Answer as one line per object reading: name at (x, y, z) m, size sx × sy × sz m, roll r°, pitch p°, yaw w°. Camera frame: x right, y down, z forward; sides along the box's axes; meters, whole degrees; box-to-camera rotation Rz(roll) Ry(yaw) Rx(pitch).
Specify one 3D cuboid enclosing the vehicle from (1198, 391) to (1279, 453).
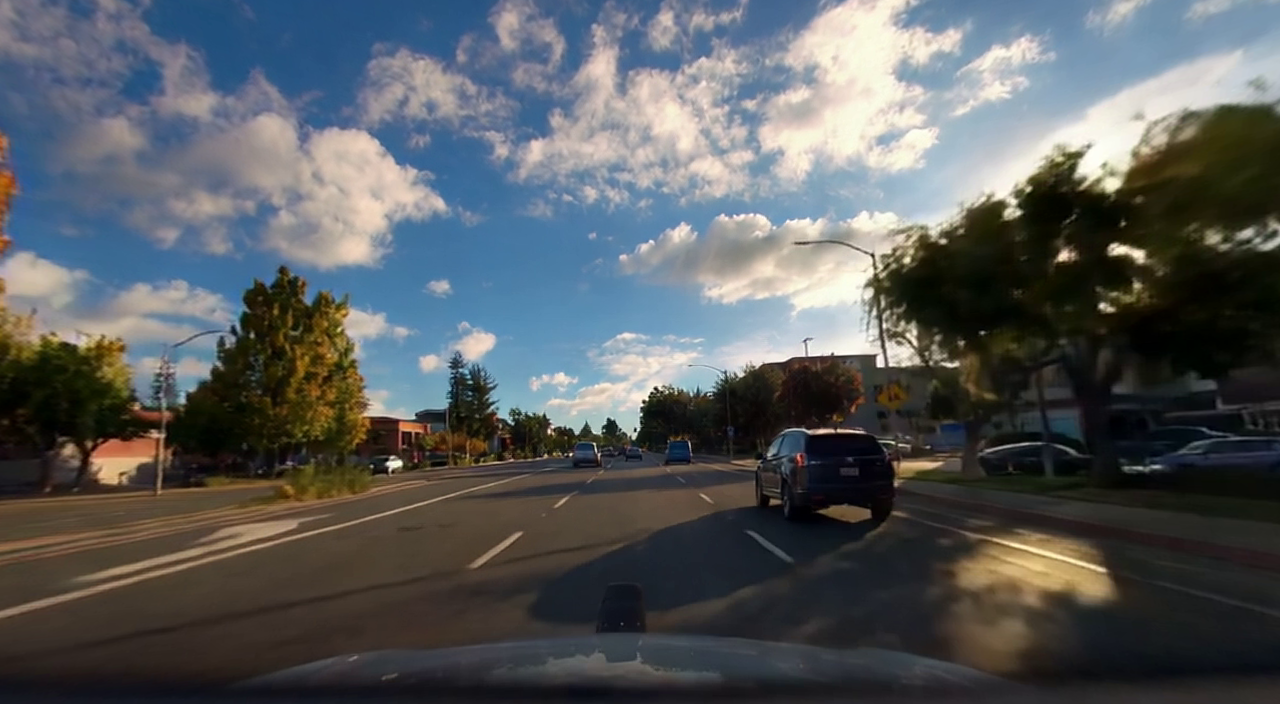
vehicle at (36.805, 4.071, 36.823) m, size 5.871 × 3.300 × 2.842 m, roll 0°, pitch -11°, yaw -9°

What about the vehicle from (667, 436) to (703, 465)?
vehicle at (3.338, 7.483, 48.019) m, size 2.197 × 2.034 × 4.667 m, roll 0°, pitch -9°, yaw -2°

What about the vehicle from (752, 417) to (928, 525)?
vehicle at (3.768, 2.335, 12.895) m, size 2.060 × 1.816 × 4.343 m, roll 0°, pitch -9°, yaw -1°

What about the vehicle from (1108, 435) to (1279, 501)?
vehicle at (16.293, 3.259, 17.959) m, size 4.407 × 1.494 × 1.799 m, roll -4°, pitch -9°, yaw 1°

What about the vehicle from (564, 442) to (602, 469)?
vehicle at (-3.982, 7.377, 45.037) m, size 2.220 × 1.793 × 4.885 m, roll 0°, pitch -9°, yaw 1°

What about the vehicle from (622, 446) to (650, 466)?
vehicle at (-0.318, 7.934, 48.448) m, size 2.074 × 1.463 × 4.016 m, roll 0°, pitch -9°, yaw -1°
